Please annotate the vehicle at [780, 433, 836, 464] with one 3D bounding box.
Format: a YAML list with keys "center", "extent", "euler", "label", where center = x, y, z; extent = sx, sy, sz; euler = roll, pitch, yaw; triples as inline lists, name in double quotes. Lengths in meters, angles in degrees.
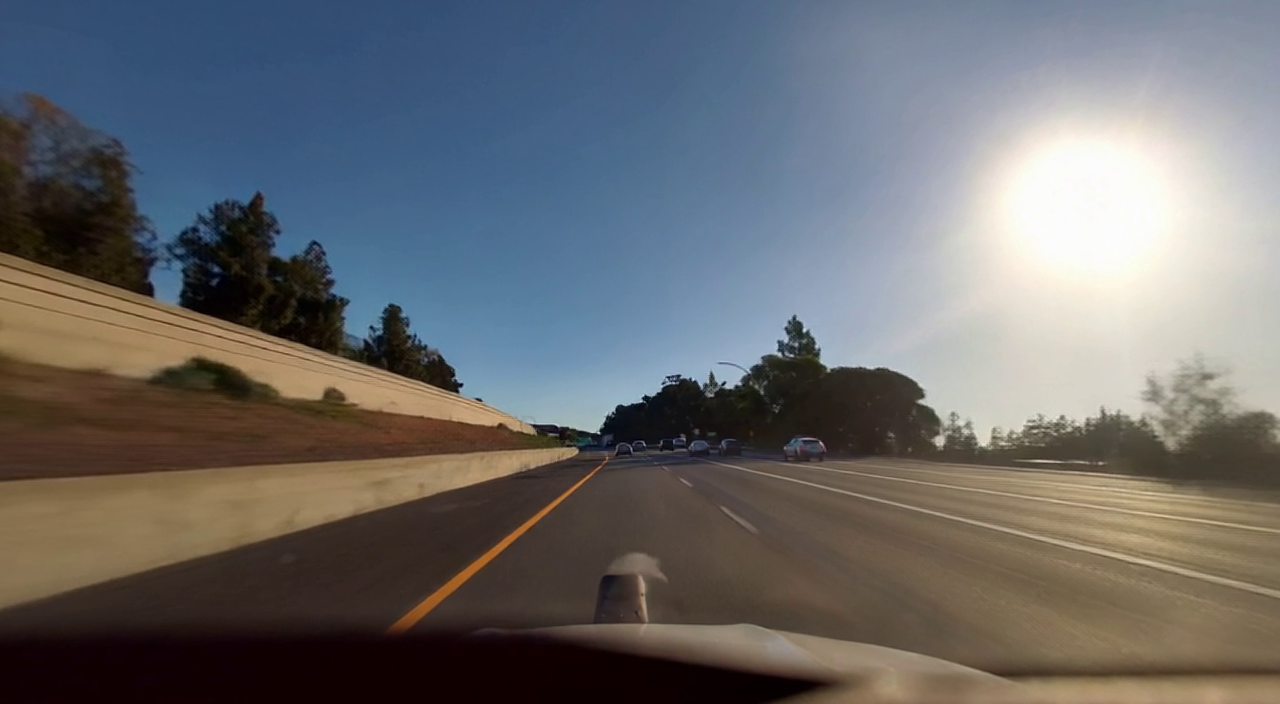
- center: [10.262, 5.954, 38.782]
  extent: [2.077, 1.763, 4.472]
  euler: [0, -8, -2]
  label: "vehicle"
